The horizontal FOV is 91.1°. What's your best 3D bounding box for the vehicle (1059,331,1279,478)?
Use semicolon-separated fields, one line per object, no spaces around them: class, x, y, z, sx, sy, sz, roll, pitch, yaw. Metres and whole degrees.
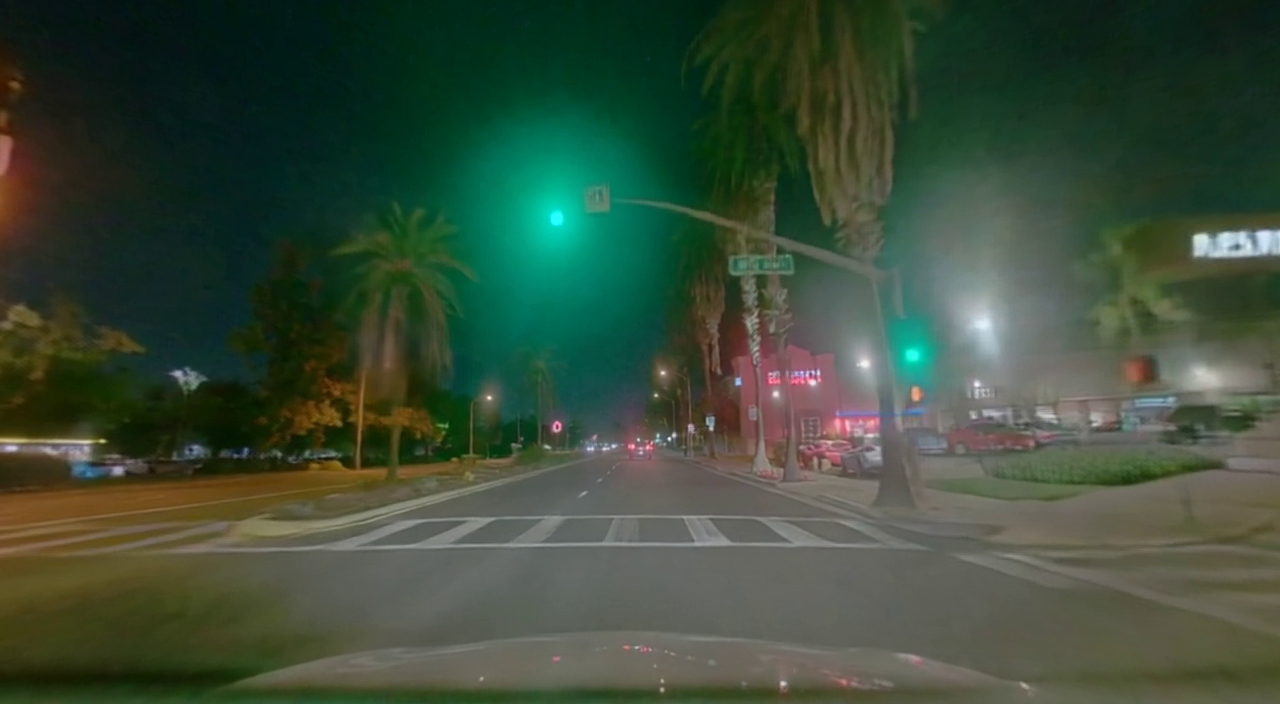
vehicle;15.674;1.674;17.553;3.161;3.209;7.934;-1;-8;8

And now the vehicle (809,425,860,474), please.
vehicle;9.561;4.937;31.191;1.917;1.876;4.629;-7;-15;12

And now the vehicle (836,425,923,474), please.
vehicle;9.562;3.972;25.436;1.655;1.820;3.969;0;-10;-5

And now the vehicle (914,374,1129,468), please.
vehicle;15.931;3.211;27.703;2.814;3.328;10.467;0;-8;0
